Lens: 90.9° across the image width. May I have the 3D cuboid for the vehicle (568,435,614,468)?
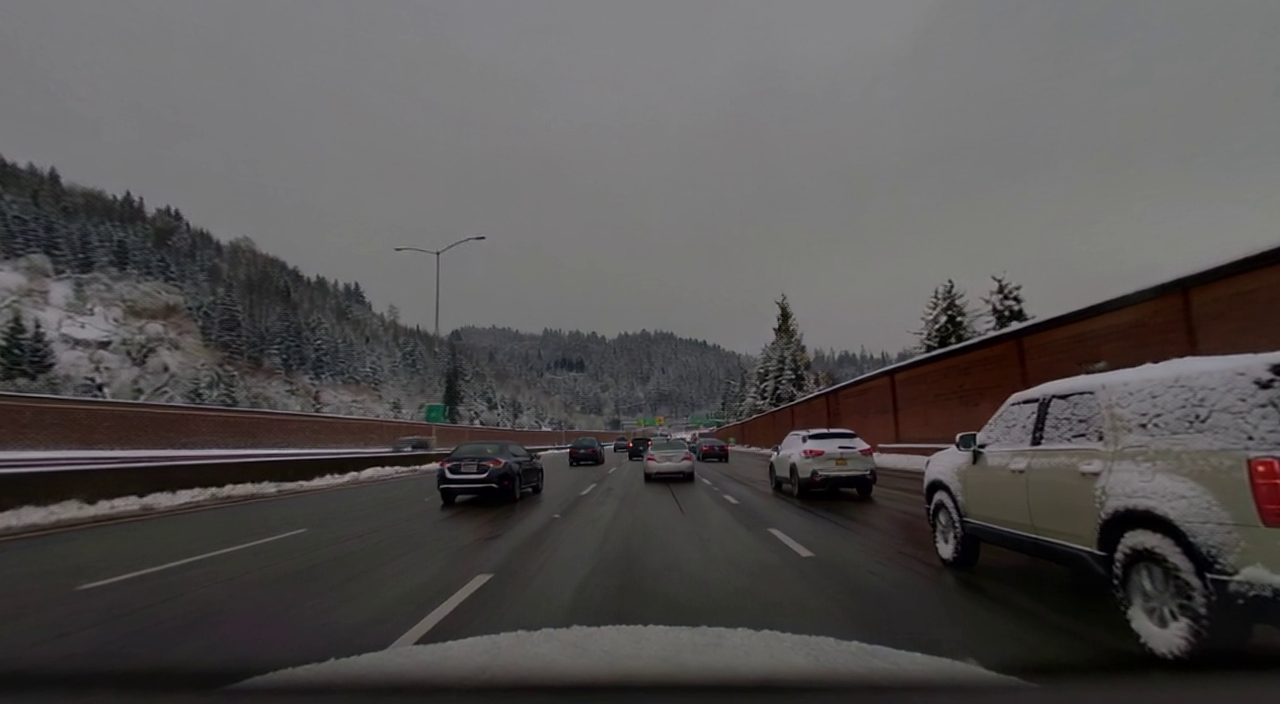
[{"bbox_3d":[-2.784,5.761,36.836,2.154,1.793,4.736,0,-8,2],"label":"vehicle"}]

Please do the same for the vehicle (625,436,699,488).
[{"bbox_3d":[0.620,3.452,20.127,2.105,1.471,3.978,0,-8,0],"label":"vehicle"}]

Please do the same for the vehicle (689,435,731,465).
[{"bbox_3d":[3.817,5.440,35.144,1.855,1.513,3.915,0,-8,0],"label":"vehicle"}]

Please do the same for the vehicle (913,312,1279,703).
[{"bbox_3d":[3.759,0.961,4.187,1.930,1.831,4.344,0,-8,0],"label":"vehicle"}]

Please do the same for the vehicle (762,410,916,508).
[{"bbox_3d":[4.289,2.400,14.484,1.970,1.872,4.575,0,-8,-1],"label":"vehicle"}]

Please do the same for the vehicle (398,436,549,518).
[{"bbox_3d":[-3.293,2.558,13.509,1.961,1.456,4.362,0,-8,1],"label":"vehicle"}]
